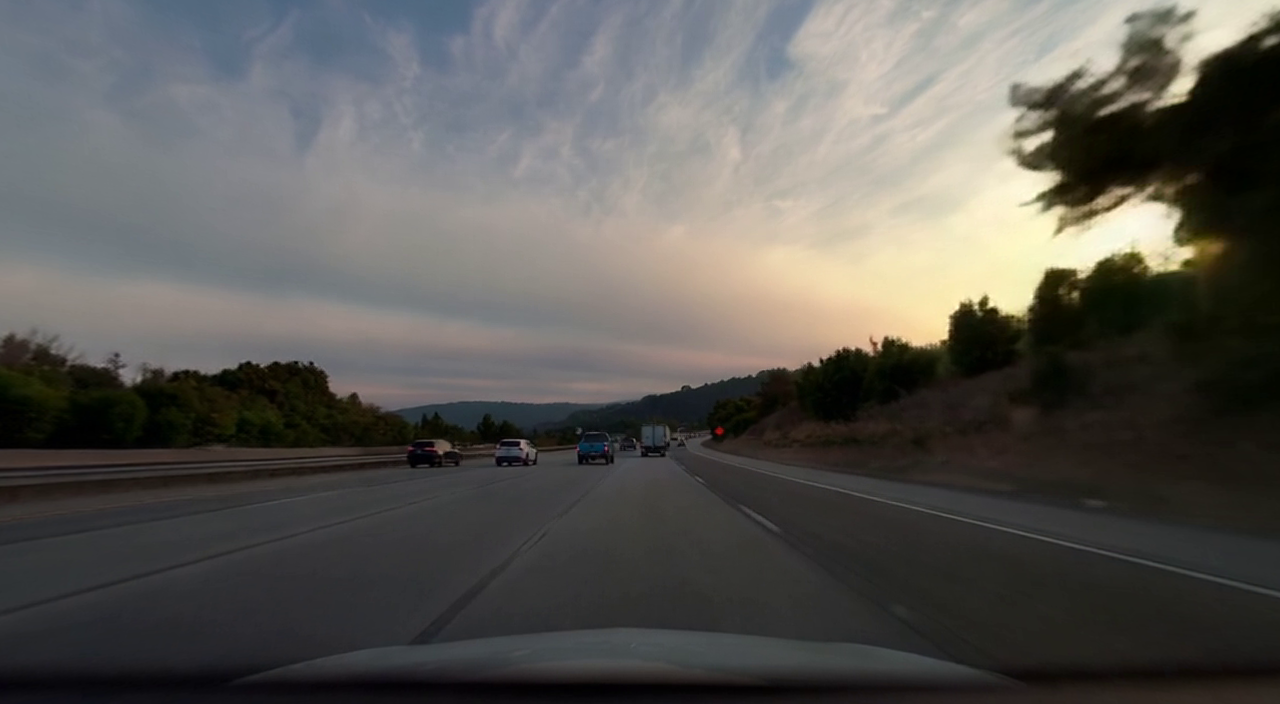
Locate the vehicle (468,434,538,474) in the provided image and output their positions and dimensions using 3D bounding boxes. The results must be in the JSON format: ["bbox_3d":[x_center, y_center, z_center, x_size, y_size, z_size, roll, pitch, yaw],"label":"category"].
[{"bbox_3d":[-6.659,5.045,31.426,2.206,1.838,4.889,-1,-9,2],"label":"vehicle"}]

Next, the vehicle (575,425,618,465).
[{"bbox_3d":[-2.909,6.387,43.256,2.328,2.519,5.238,-1,-8,3],"label":"vehicle"}]

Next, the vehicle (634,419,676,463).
[{"bbox_3d":[1.042,6.324,44.714,2.768,2.854,6.757,0,-8,1],"label":"vehicle"}]

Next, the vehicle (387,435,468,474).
[{"bbox_3d":[-10.373,5.053,31.338,2.080,1.777,5.450,0,-9,1],"label":"vehicle"}]
